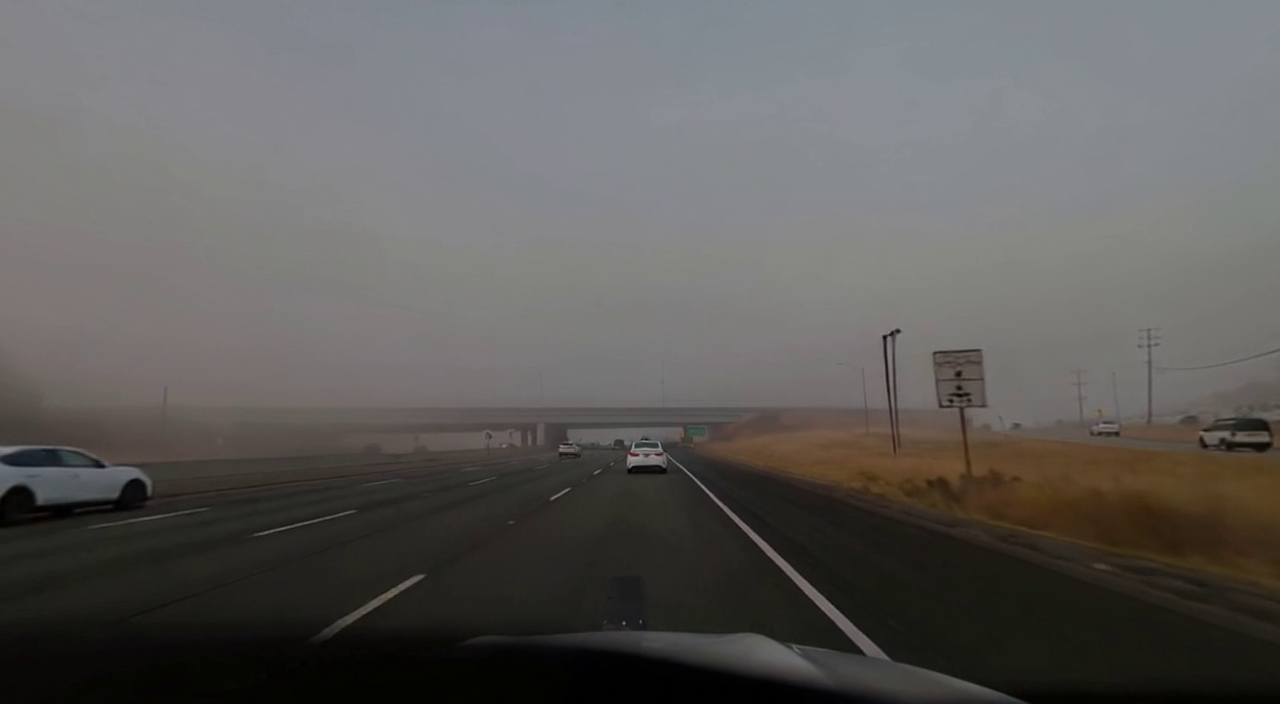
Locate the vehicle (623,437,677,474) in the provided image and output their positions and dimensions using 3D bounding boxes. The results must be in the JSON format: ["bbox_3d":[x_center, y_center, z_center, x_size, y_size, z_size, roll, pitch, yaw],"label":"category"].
[{"bbox_3d":[0.417,4.471,27.398,2.145,1.493,4.146,0,-8,0],"label":"vehicle"}]

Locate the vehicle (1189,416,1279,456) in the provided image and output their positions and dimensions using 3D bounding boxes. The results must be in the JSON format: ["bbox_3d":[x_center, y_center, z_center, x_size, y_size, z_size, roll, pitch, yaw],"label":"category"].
[{"bbox_3d":[27.422,3.835,28.615,2.095,1.674,4.530,-3,-9,19],"label":"vehicle"}]

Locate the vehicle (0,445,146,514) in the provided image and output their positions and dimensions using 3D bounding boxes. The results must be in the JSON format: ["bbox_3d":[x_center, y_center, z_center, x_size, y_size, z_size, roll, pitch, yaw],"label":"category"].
[{"bbox_3d":[-15.076,3.048,15.421,1.960,1.505,4.854,0,-8,2],"label":"vehicle"}]
